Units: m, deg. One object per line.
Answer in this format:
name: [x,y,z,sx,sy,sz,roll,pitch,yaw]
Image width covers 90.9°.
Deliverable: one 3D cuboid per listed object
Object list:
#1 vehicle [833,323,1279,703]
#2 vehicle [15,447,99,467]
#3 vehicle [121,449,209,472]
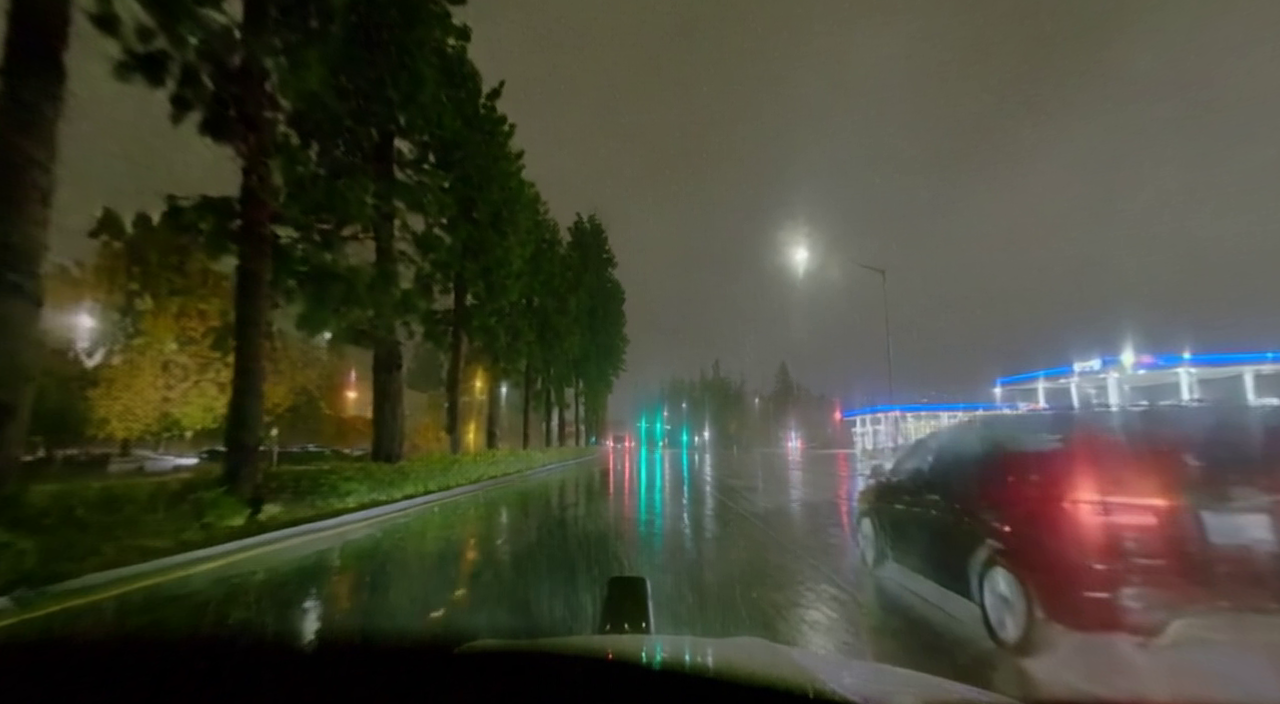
vehicle: [3.375,1.094,4.981,2.151,1.771,4.792,0,-8,0]
vehicle: [-44.193,7.934,47.820,4.315,1.478,1.931,1,-9,-2]
vehicle: [-31.293,7.147,41.621,4.275,1.411,1.968,-1,-8,3]
